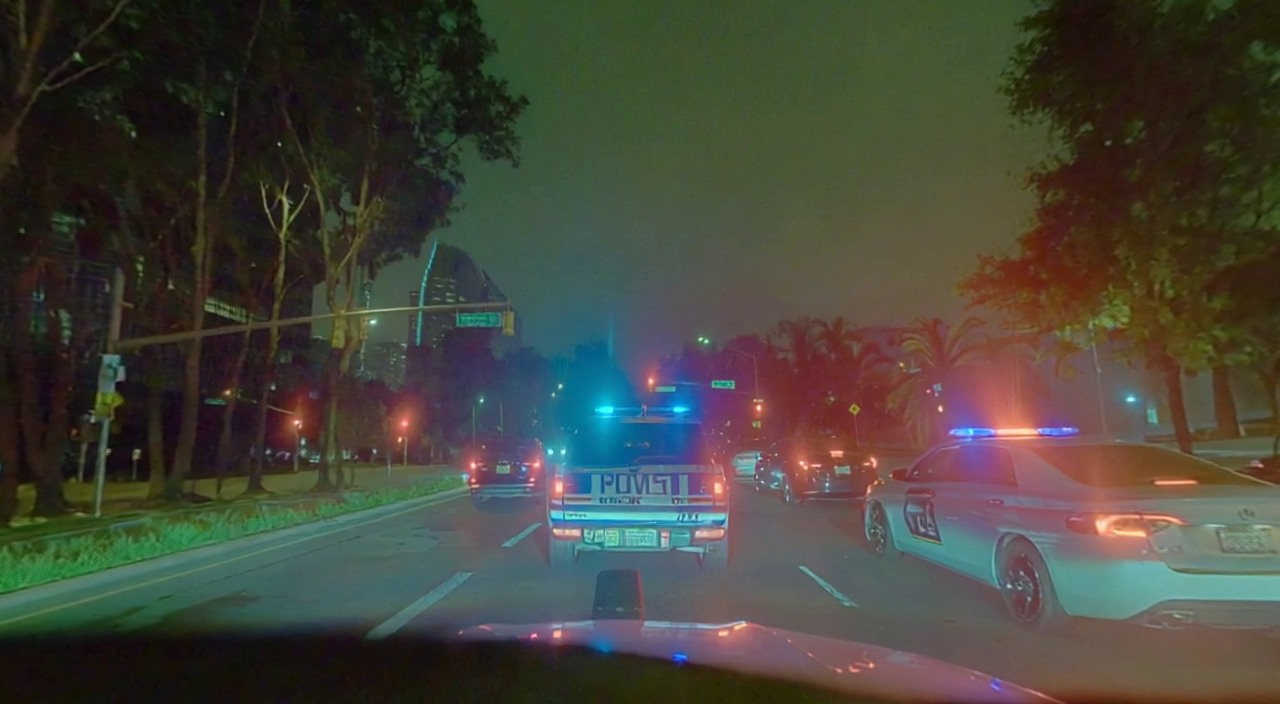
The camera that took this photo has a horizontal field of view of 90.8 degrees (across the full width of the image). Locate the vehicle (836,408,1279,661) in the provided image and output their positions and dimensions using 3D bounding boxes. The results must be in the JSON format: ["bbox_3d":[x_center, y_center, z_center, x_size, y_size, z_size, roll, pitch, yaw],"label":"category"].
[{"bbox_3d":[3.646,1.413,6.077,1.995,1.483,4.533,0,-8,-1],"label":"vehicle"}]

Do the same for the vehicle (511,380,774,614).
[{"bbox_3d":[-0.030,1.457,7.264,2.038,1.819,4.505,0,-8,-1],"label":"vehicle"}]

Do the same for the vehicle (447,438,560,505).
[{"bbox_3d":[-3.306,2.980,16.209,1.913,1.464,4.276,0,-8,0],"label":"vehicle"}]
